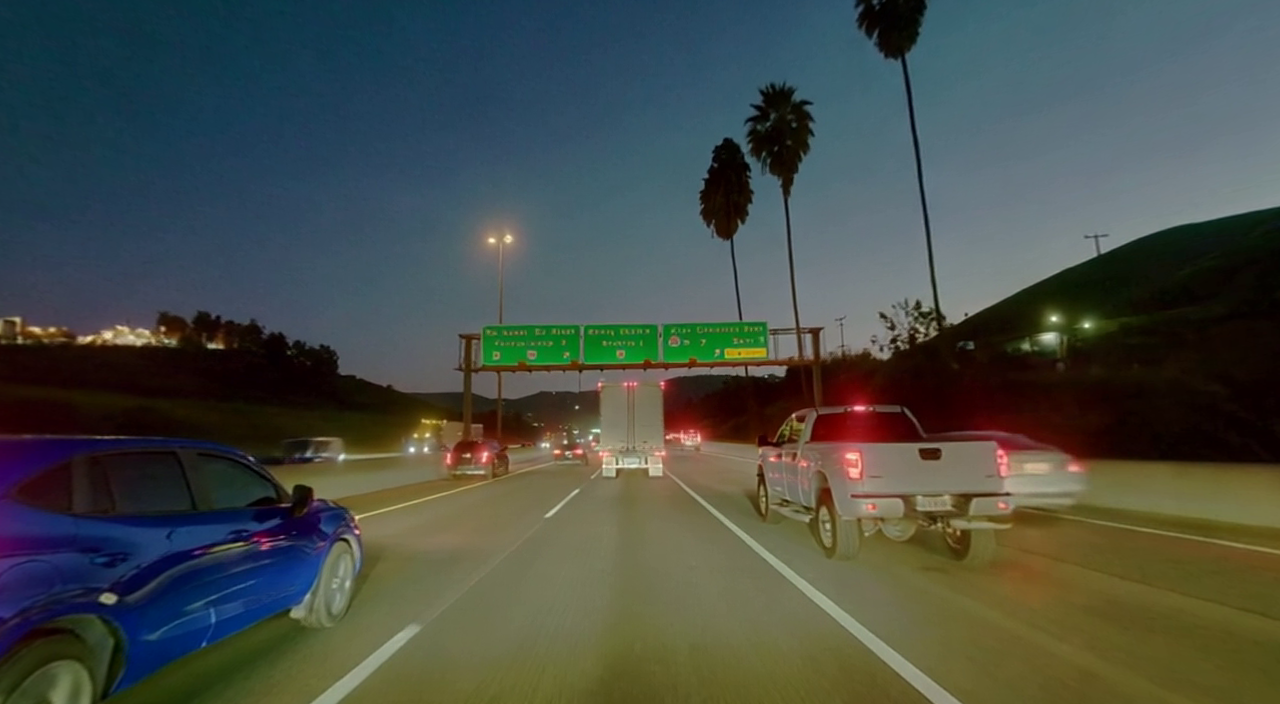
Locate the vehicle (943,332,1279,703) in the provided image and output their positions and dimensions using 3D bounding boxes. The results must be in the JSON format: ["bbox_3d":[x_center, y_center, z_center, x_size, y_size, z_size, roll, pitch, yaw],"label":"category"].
[{"bbox_3d":[3.174,0.634,2.155,1.859,1.416,4.695,0,-9,-1],"label":"vehicle"}]

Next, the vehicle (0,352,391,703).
[{"bbox_3d":[-3.215,1.052,3.630,1.885,1.654,4.103,0,-9,0],"label":"vehicle"}]

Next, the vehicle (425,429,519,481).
[{"bbox_3d":[-6.838,4.293,26.551,2.344,1.954,5.579,0,-9,1],"label":"vehicle"}]

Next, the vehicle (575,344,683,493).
[{"bbox_3d":[-0.167,2.607,22.610,2.906,4.040,10.743,-1,-9,1],"label":"vehicle"}]
